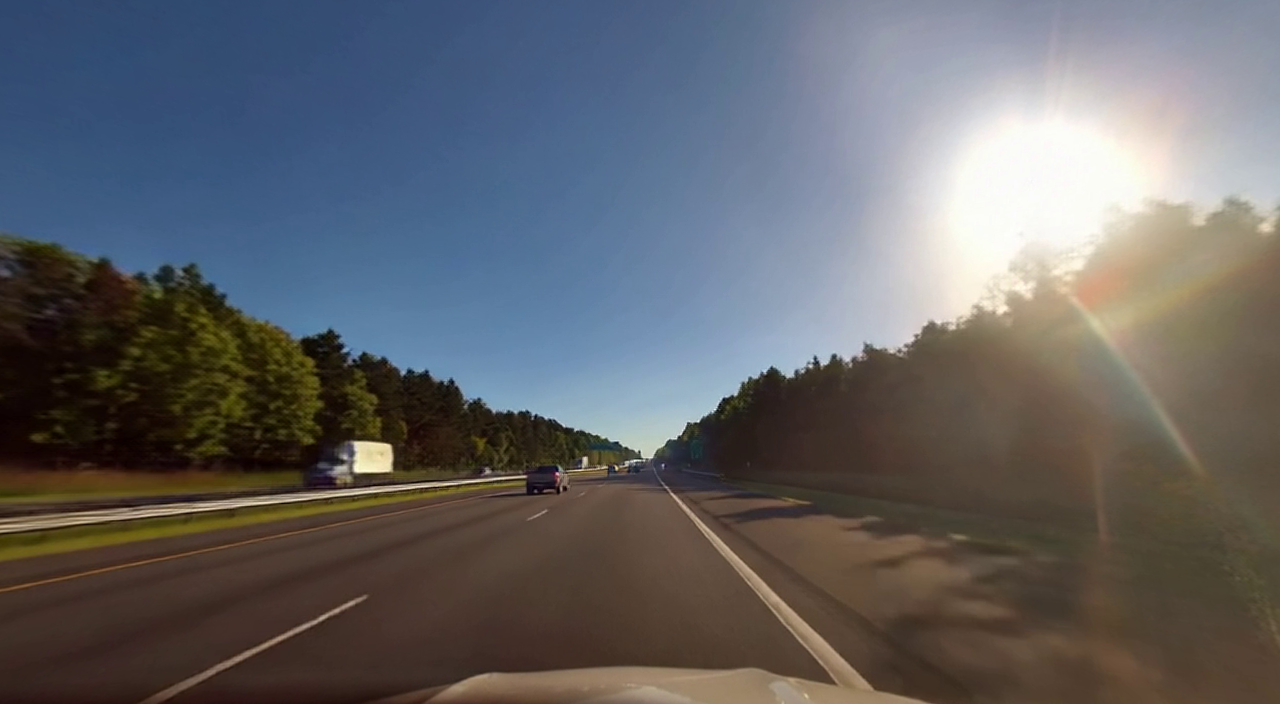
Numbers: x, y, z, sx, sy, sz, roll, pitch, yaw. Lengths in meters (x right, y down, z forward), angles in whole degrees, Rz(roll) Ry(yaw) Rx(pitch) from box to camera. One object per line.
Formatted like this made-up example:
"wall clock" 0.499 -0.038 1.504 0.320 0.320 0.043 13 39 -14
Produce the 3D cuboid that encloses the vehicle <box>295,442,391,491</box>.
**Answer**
"vehicle" -17.734 6.944 38.233 2.261 2.667 7.060 0 -10 1

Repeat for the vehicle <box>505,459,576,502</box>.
"vehicle" -3.788 5.019 24.883 2.043 1.486 4.442 0 -10 0
